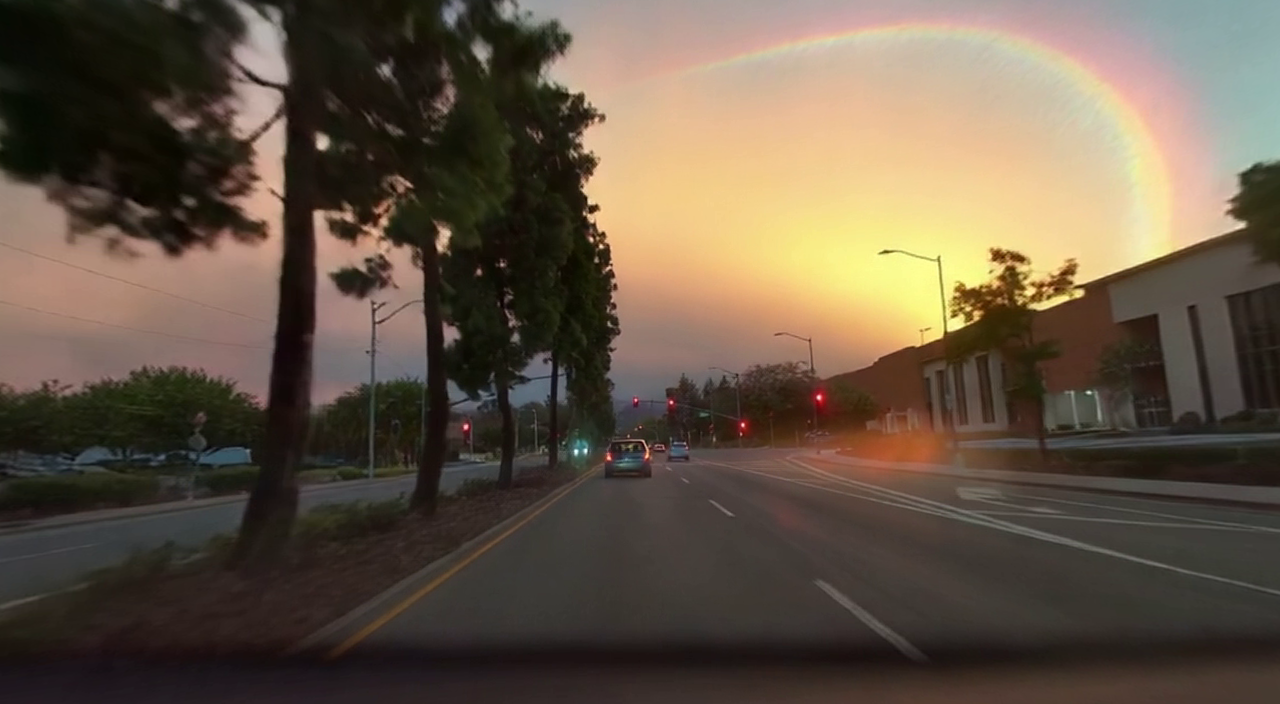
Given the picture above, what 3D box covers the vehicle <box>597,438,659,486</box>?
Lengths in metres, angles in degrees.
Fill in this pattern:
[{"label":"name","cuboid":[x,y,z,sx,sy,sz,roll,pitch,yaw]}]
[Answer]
[{"label":"vehicle","cuboid":[-0.438,4.172,24.302,2.181,1.639,4.127,0,-9,0]}]
